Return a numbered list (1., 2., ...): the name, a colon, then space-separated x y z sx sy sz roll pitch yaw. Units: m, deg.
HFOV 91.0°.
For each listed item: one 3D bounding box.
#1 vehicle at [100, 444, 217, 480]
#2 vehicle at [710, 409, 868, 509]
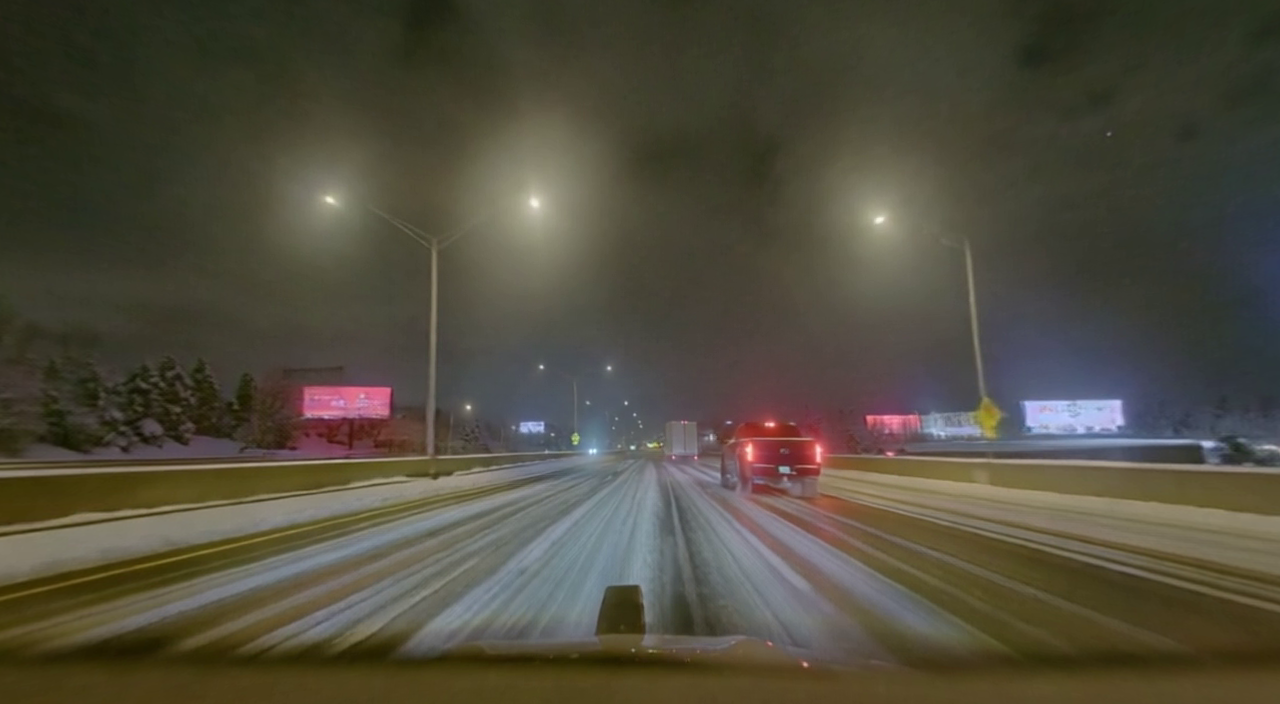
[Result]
1. vehicle: -24.471 5.611 32.280 1.940 1.663 4.937 -1 -9 2
2. vehicle: 3.583 2.818 16.871 2.740 2.157 6.300 0 -9 1
